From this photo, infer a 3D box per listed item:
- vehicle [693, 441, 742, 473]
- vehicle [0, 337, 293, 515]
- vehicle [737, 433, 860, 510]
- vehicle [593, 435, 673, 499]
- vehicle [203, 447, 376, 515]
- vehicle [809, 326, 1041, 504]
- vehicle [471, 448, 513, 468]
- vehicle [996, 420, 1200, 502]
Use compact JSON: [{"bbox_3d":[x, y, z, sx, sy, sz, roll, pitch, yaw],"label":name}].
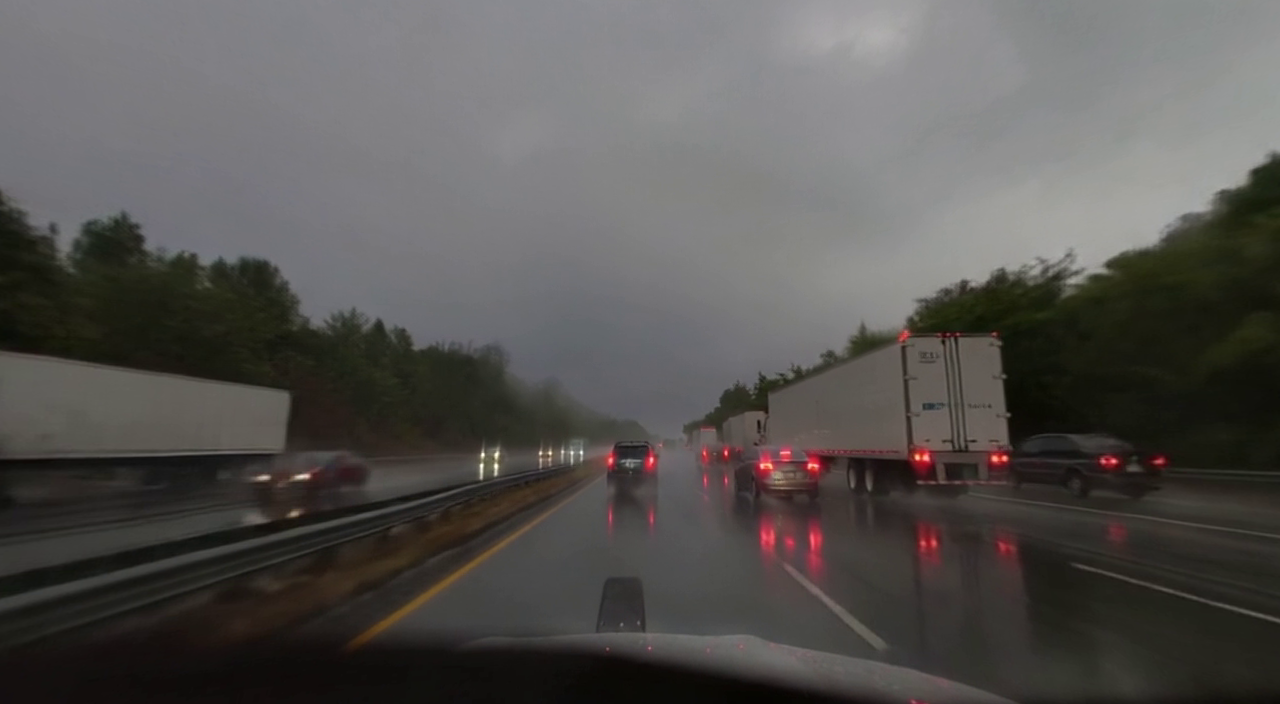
[{"bbox_3d":[4.161,5.749,34.598,2.150,1.632,4.260,0,-9,0],"label":"vehicle"},{"bbox_3d":[-16.017,2.379,18.704,3.084,3.991,14.527,0,-9,1],"label":"vehicle"},{"bbox_3d":[3.643,2.816,15.256,1.920,1.594,3.867,0,-9,0],"label":"vehicle"},{"bbox_3d":[-0.156,3.198,17.834,2.023,1.618,3.628,0,-9,1],"label":"vehicle"},{"bbox_3d":[-8.475,3.120,15.732,2.043,1.455,3.840,0,-9,1],"label":"vehicle"},{"bbox_3d":[7.614,2.051,18.658,2.823,4.063,8.485,0,-9,0],"label":"vehicle"},{"bbox_3d":[-11.570,8.276,49.507,2.189,1.486,4.091,-1,-9,2],"label":"vehicle"},{"bbox_3d":[12.010,2.902,17.093,1.966,1.870,4.734,0,-9,1],"label":"vehicle"}]
